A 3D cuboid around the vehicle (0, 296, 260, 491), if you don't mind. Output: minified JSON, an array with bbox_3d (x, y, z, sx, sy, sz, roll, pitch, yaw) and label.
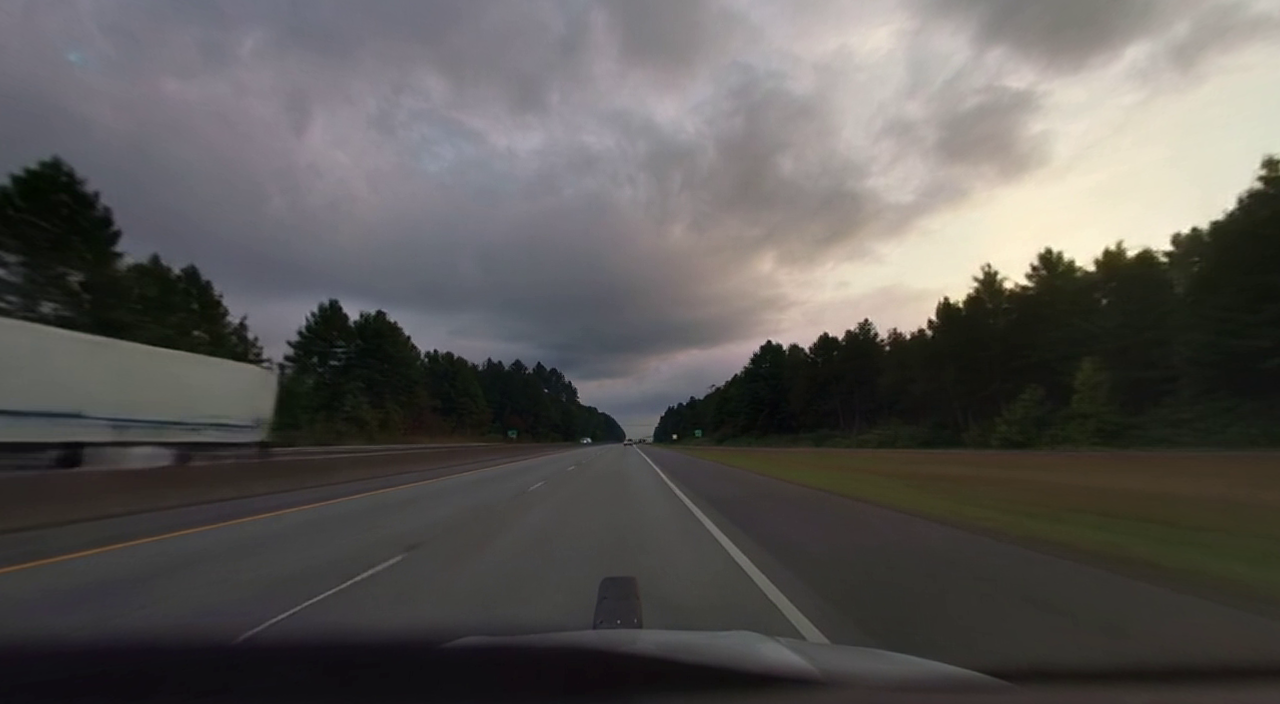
[{"bbox_3d":[-15.193,1.169,15.342,3.113,4.106,14.185,0,-8,-1],"label":"vehicle"}]
